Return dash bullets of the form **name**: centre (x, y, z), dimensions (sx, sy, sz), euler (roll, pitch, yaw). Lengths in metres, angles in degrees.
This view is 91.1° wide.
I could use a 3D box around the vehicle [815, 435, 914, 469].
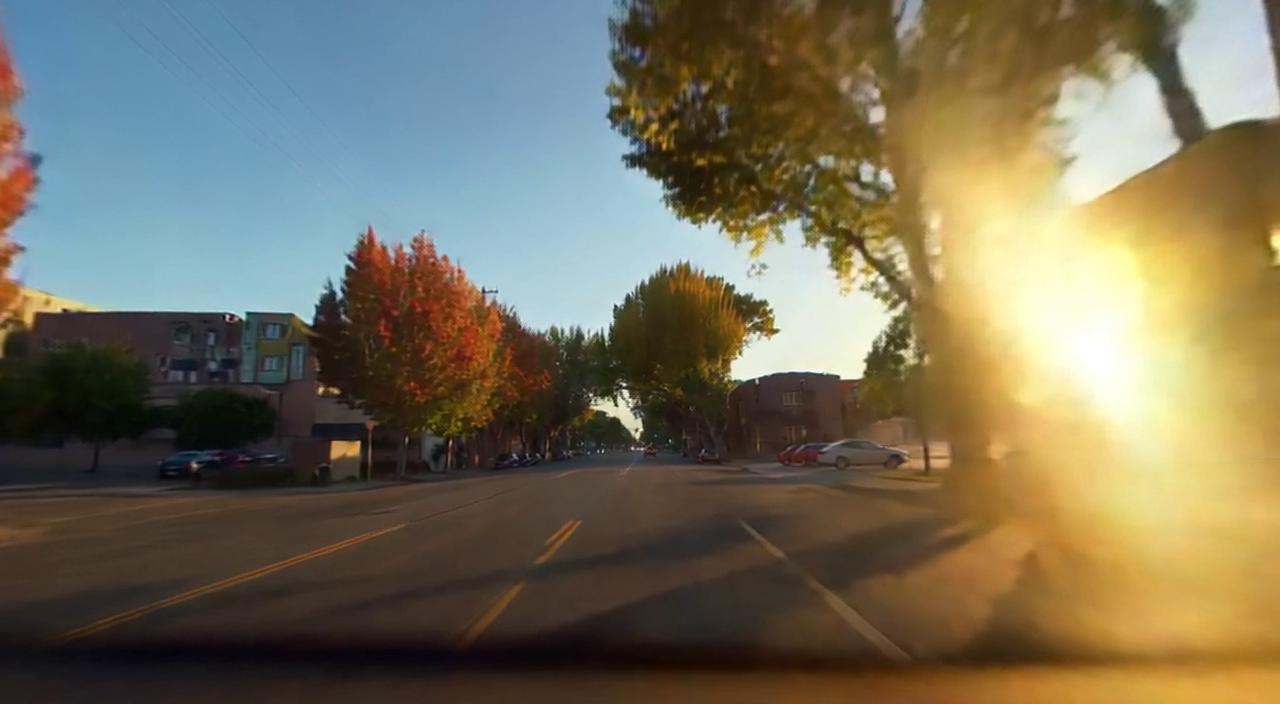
- **vehicle**: centre (13.157, 5.905, 37.037), dimensions (5.015, 1.934, 2.150), euler (-1, -9, 2)
